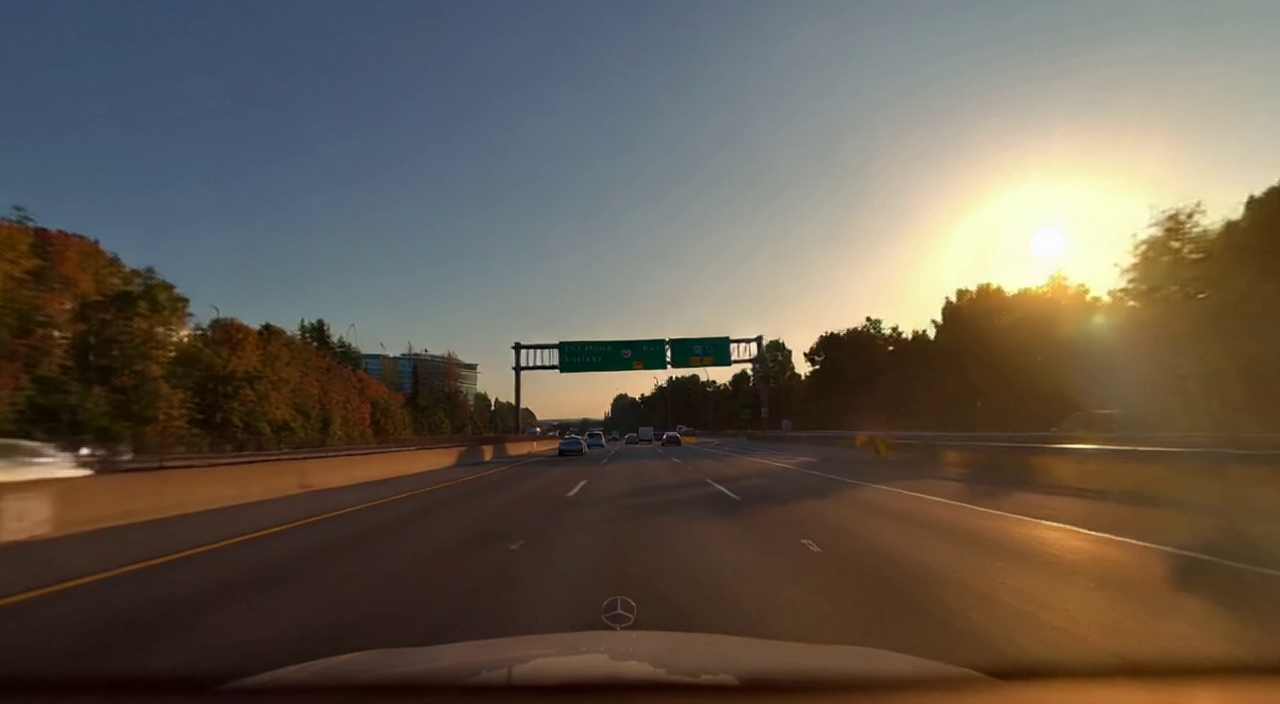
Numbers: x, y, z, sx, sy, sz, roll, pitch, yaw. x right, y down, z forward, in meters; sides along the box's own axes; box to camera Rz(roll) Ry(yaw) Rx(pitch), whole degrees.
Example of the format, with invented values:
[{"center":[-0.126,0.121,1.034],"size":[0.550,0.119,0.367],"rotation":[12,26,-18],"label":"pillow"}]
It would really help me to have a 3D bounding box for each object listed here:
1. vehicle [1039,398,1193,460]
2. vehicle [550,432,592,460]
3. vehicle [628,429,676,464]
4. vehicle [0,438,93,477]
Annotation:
[{"center":[21.439,3.574,28.905],"size":[2.232,2.540,6.015],"rotation":[0,-8,-1],"label":"vehicle"},{"center":[-3.922,5.427,36.583],"size":[2.014,1.471,4.380],"rotation":[0,-8,-1],"label":"vehicle"},{"center":[0.499,4.557,30.571],"size":[2.086,1.554,3.875],"rotation":[0,-8,-2],"label":"vehicle"},{"center":[-40.310,6.917,41.828],"size":[2.170,2.315,6.584],"rotation":[0,-8,-1],"label":"vehicle"}]
